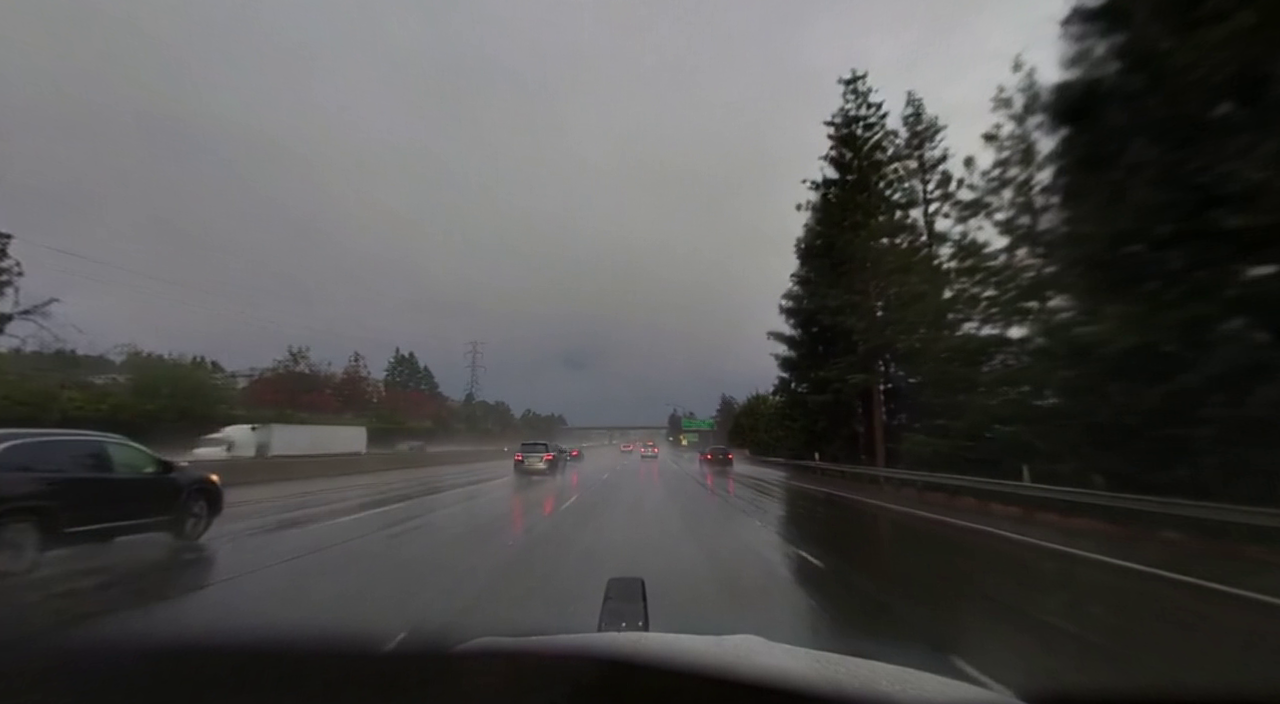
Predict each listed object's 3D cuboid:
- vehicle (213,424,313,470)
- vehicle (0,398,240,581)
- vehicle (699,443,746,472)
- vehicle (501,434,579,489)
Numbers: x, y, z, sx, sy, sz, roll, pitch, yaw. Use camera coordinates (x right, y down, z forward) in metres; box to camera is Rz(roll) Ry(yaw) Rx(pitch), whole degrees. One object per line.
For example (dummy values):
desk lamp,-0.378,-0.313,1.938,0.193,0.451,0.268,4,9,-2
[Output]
vehicle,-28.878,7.332,48.768,2.936,3.272,7.365,0,-8,1
vehicle,-7.433,1.538,7.415,2.162,1.805,4.853,0,-8,1
vehicle,4.523,5.858,35.203,1.964,1.479,4.252,0,-8,-1
vehicle,-3.340,3.757,21.906,1.961,1.704,4.052,0,-8,1
